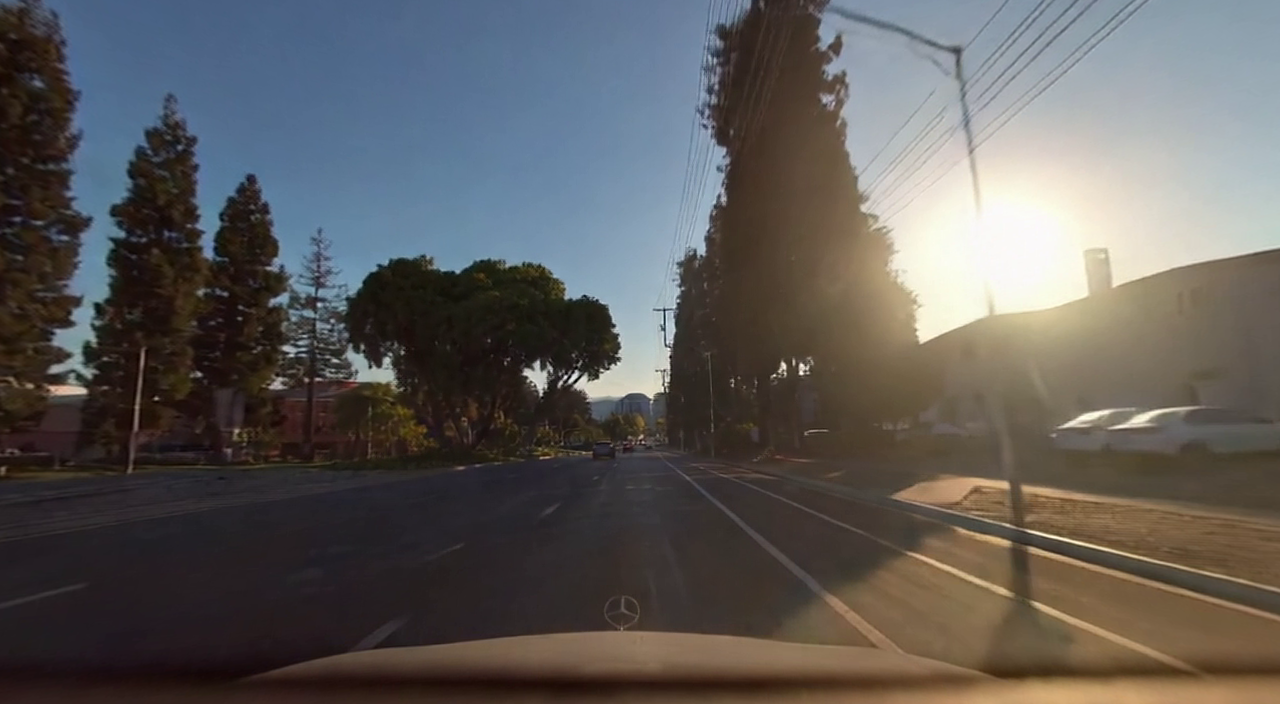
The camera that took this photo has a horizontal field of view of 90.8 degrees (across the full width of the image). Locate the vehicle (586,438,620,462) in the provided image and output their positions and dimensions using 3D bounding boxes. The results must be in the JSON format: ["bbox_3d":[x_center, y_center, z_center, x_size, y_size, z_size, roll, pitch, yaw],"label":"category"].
[{"bbox_3d":[-2.597,7.033,45.358,2.121,1.654,3.993,0,-8,1],"label":"vehicle"}]
